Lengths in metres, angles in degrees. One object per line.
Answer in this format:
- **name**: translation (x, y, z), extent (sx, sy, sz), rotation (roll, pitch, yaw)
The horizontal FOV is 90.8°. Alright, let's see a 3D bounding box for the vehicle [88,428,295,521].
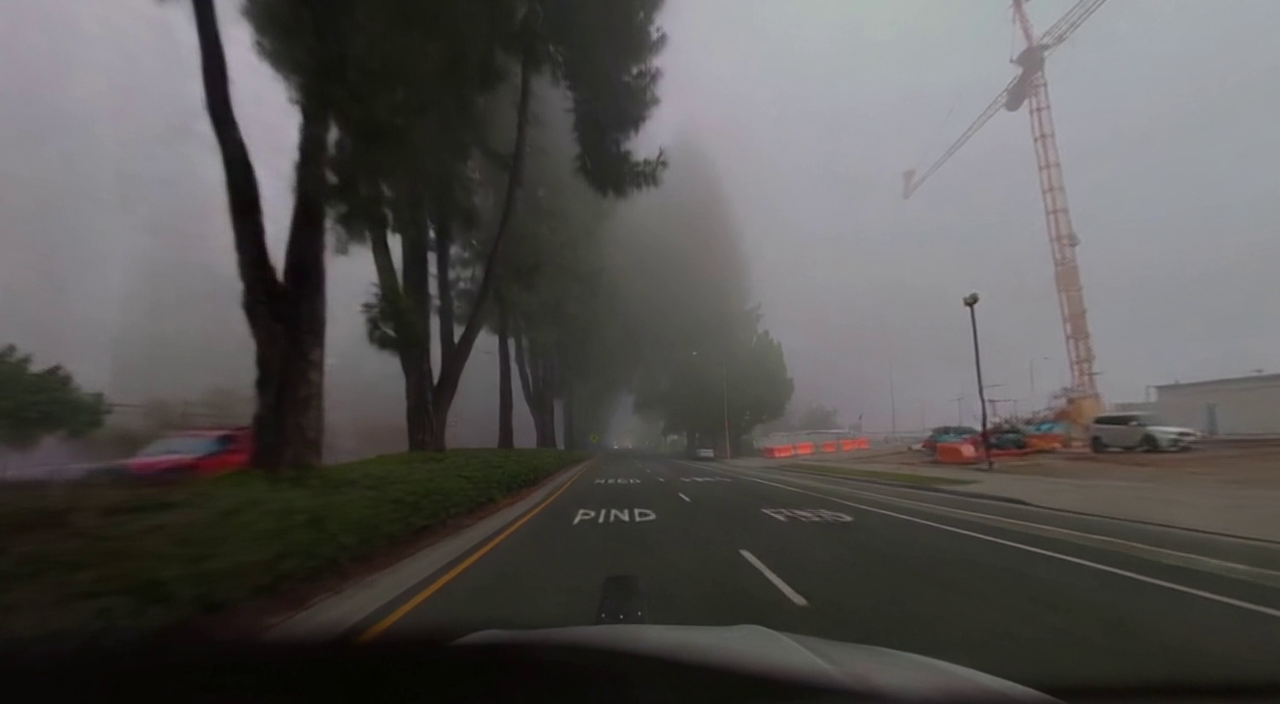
- **vehicle**: translation (-11.443, 3.109, 16.662), extent (2.127, 1.984, 4.545), rotation (-3, -8, 0)
